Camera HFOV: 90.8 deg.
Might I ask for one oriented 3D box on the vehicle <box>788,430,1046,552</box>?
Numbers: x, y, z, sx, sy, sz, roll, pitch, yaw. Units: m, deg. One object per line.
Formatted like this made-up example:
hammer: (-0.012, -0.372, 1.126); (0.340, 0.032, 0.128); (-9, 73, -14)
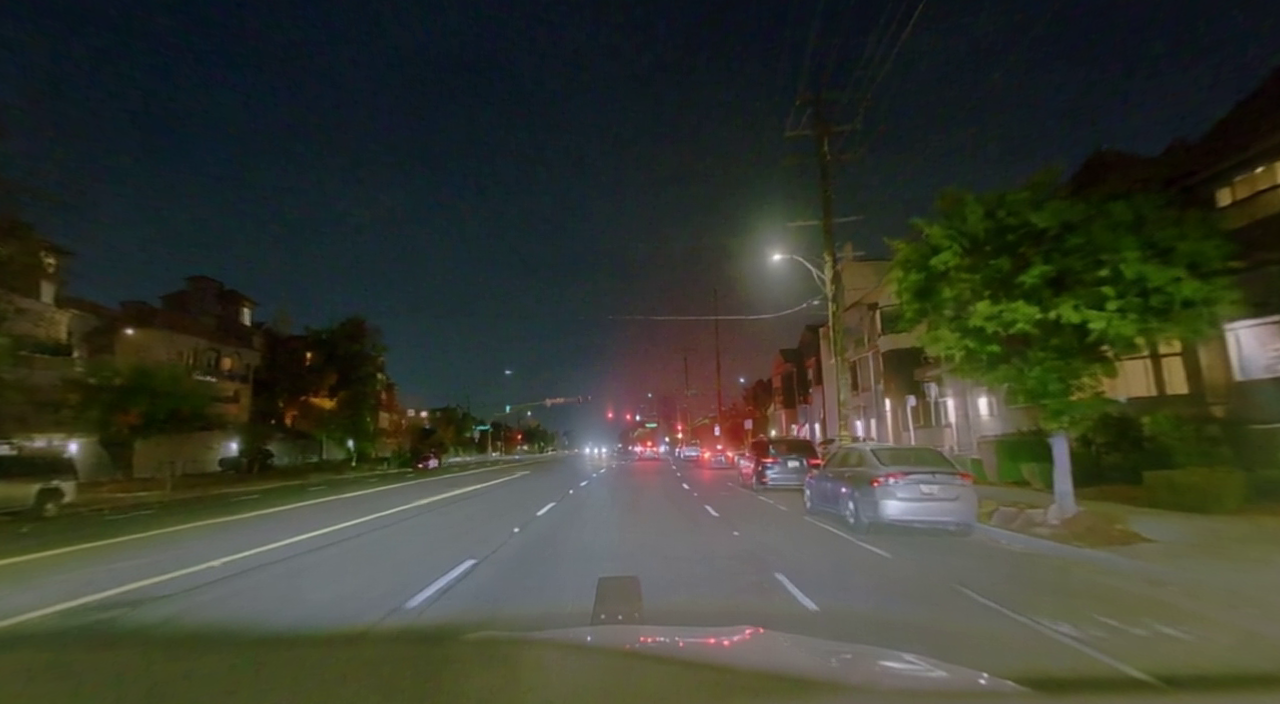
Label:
vehicle: (3.921, 2.034, 10.015); (1.956, 1.468, 4.524); (0, -9, -1)

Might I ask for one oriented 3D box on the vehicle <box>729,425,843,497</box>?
vehicle: (3.977, 3.073, 18.071); (2.069, 1.780, 4.480); (0, -9, -2)

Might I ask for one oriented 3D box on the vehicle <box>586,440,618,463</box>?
vehicle: (-2.573, 6.911, 43.905); (1.986, 1.508, 4.261); (0, -9, 0)

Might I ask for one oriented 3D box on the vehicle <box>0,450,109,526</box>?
vehicle: (-14.138, 2.824, 13.151); (1.923, 1.535, 4.862); (0, -9, 0)

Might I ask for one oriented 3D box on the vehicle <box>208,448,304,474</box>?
vehicle: (-22.333, 6.343, 36.839); (4.397, 1.423, 1.789); (0, -9, 2)

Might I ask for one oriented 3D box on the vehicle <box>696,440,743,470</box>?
vehicle: (4.214, 5.516, 34.121); (1.964, 1.485, 4.454); (0, -9, 1)
